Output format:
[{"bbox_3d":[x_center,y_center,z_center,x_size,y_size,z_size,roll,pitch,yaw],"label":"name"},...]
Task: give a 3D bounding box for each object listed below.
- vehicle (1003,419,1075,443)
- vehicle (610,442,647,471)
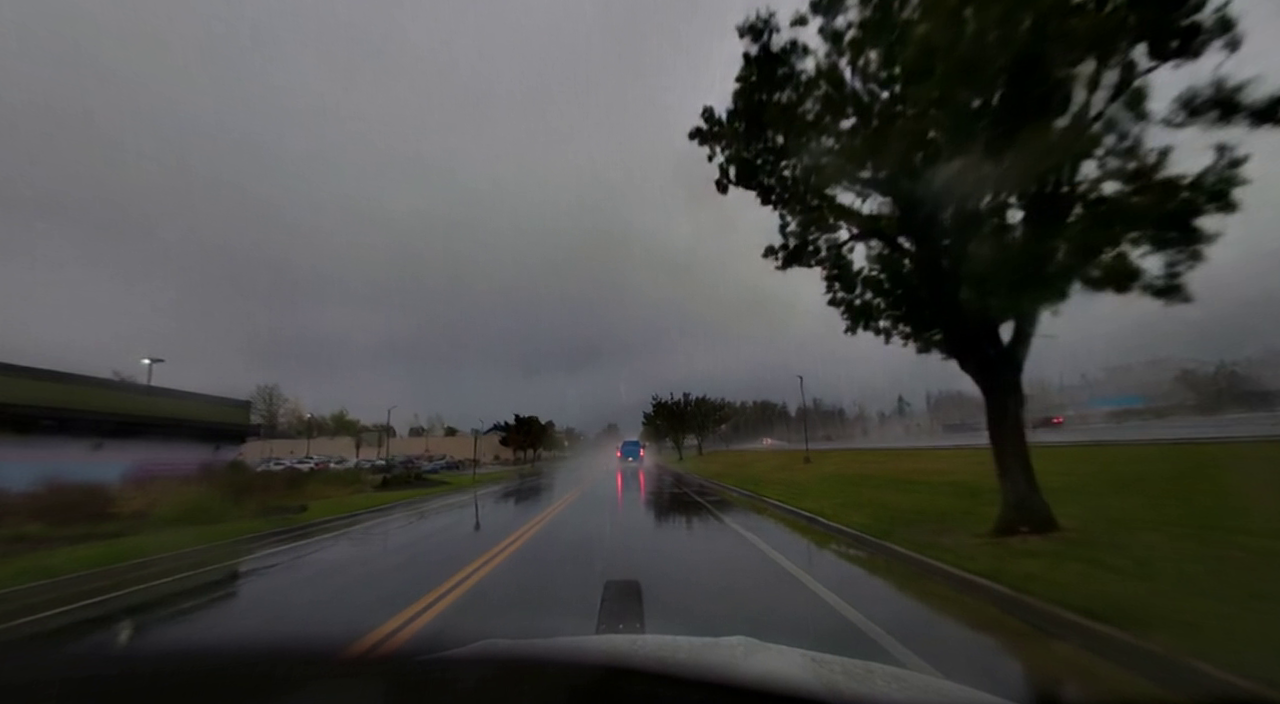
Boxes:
[{"bbox_3d":[26.172,5.242,41.566,1.816,1.517,3.920,1,-9,-8],"label":"vehicle"},{"bbox_3d":[-0.881,7.804,47.469,2.556,2.063,5.578,0,-9,-1],"label":"vehicle"}]
